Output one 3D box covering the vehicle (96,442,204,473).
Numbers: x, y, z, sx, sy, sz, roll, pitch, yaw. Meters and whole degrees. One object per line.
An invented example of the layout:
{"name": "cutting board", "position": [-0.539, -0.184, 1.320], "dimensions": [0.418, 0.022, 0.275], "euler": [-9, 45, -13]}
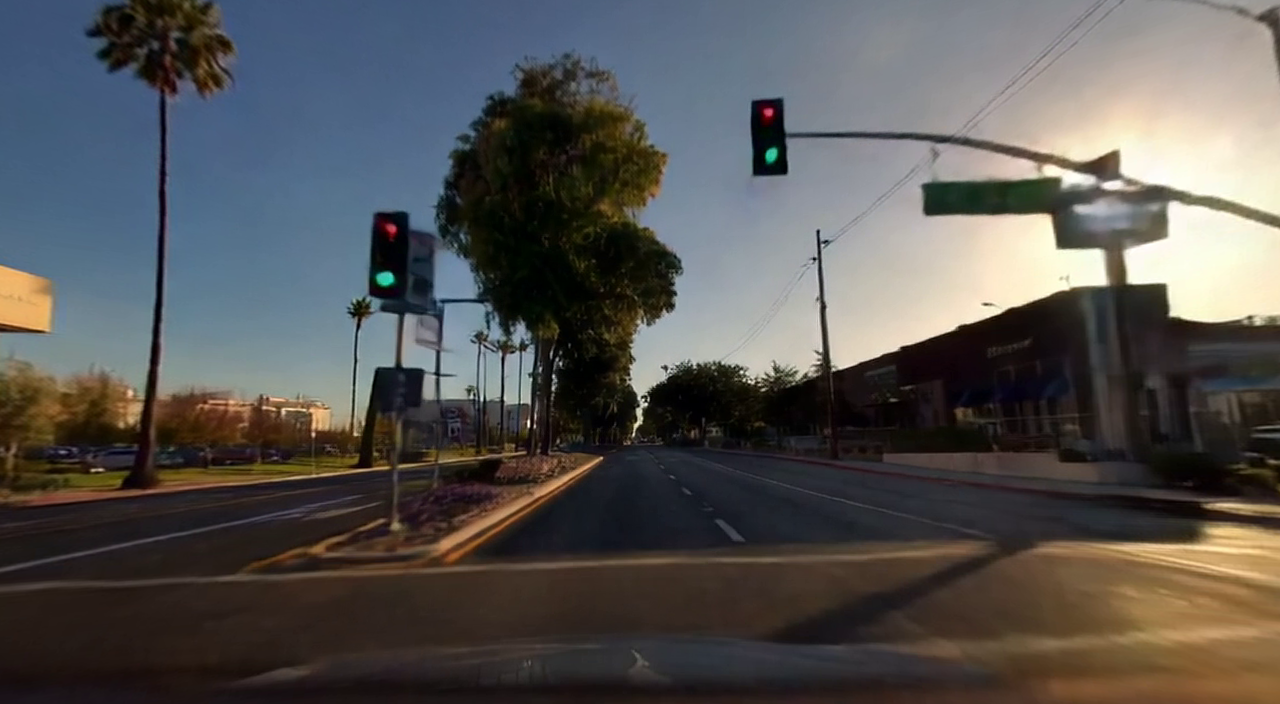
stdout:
{"name": "vehicle", "position": [-32.000, 6.885, 41.335], "dimensions": [5.196, 1.936, 2.247], "euler": [-1, -9, 2]}
